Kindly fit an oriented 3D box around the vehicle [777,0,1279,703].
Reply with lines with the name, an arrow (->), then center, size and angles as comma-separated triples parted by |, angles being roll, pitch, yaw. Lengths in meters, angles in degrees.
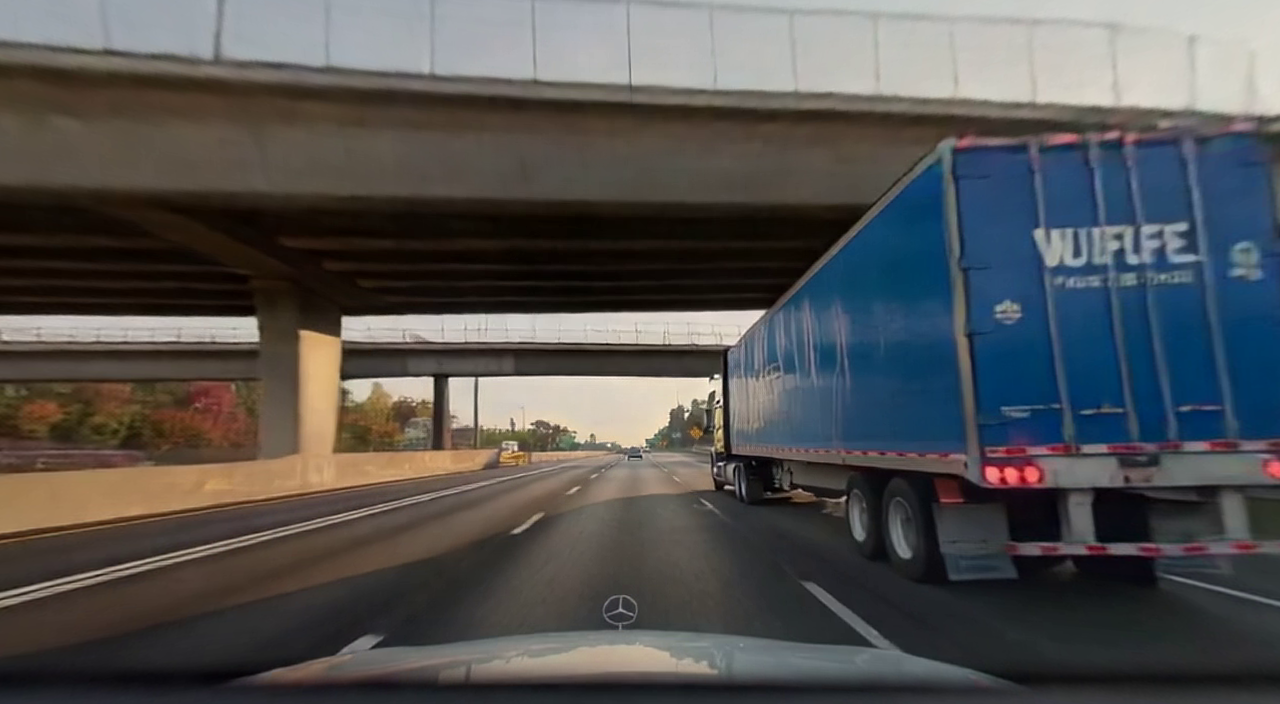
vehicle -> 4.035, 0.456, 7.121 | 2.869, 4.013, 8.610 | 0, -9, -1
